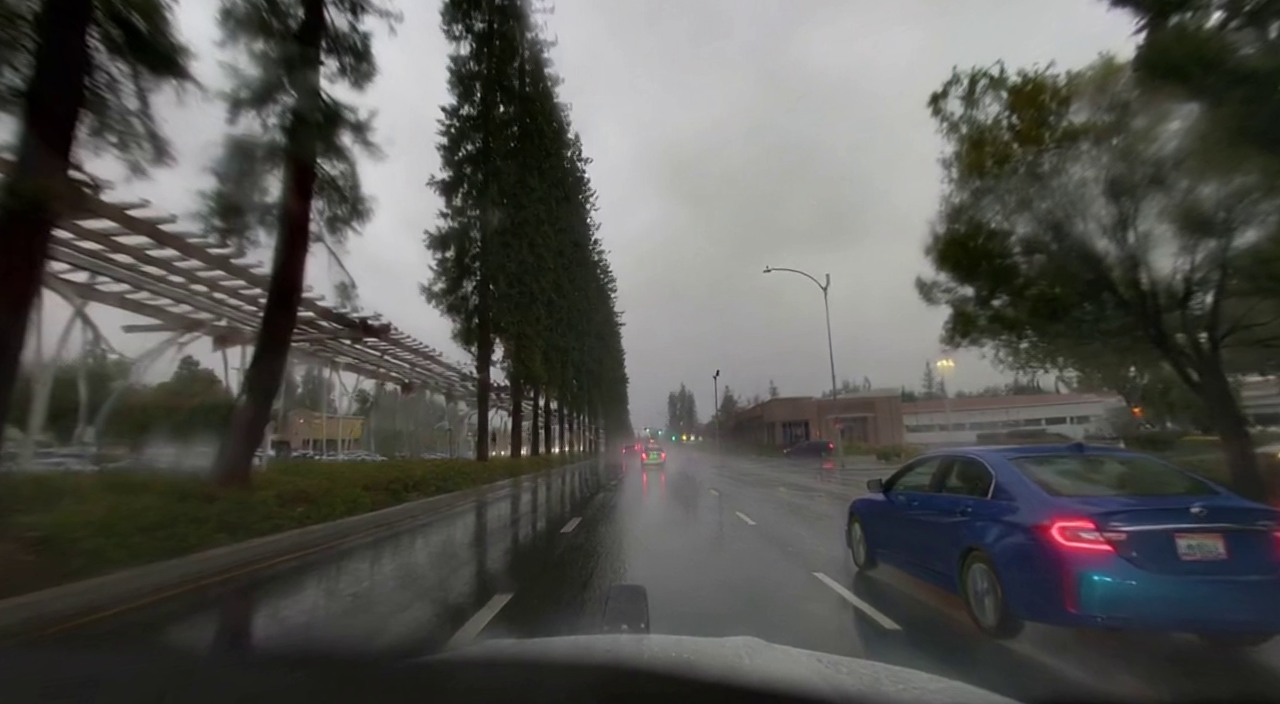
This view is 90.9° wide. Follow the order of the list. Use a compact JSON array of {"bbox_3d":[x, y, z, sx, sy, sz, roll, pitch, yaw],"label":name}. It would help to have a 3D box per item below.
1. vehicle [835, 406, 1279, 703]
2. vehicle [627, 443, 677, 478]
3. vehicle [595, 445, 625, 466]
[{"bbox_3d":[3.340,1.330,5.194,2.067,1.497,4.327,0,-8,0],"label":"vehicle"},{"bbox_3d":[0.533,5.036,29.470,2.144,1.505,4.128,0,-8,0],"label":"vehicle"},{"bbox_3d":[-2.228,7.884,48.314,2.036,1.481,4.151,-1,-8,1],"label":"vehicle"}]
